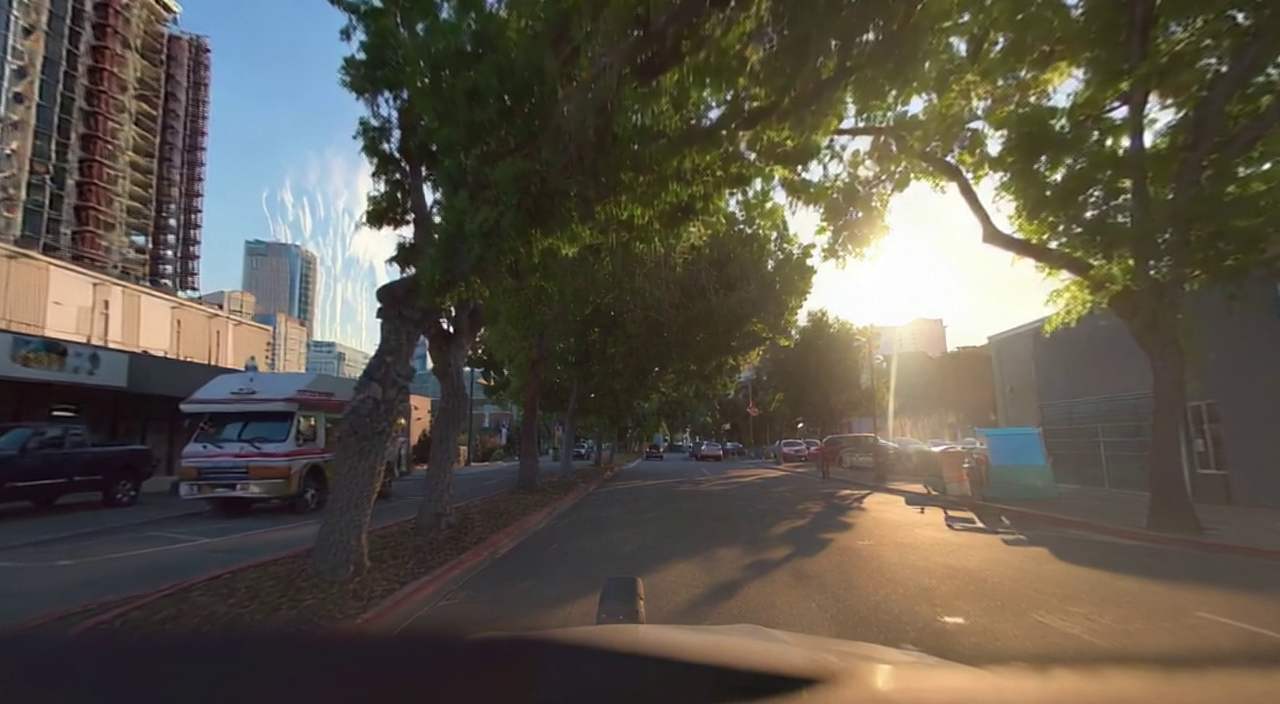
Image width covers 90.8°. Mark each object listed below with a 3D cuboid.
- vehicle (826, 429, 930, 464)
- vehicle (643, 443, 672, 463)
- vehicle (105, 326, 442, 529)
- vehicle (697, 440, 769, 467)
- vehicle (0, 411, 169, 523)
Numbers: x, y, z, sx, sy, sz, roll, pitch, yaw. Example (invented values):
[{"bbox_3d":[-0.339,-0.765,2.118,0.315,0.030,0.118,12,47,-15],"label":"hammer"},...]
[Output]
[{"bbox_3d":[14.737,5.870,39.386,5.540,2.045,2.259,0,-8,0],"label":"vehicle"},{"bbox_3d":[1.313,7.757,48.808,2.046,1.445,4.001,0,-8,0],"label":"vehicle"},{"bbox_3d":[-6.917,1.707,13.627,2.968,3.222,7.036,0,-9,0],"label":"vehicle"},{"bbox_3d":[6.273,6.803,42.557,4.626,1.723,1.939,5,-10,-31],"label":"vehicle"},{"bbox_3d":[-11.006,1.947,10.897,1.944,1.742,4.657,-1,-8,4],"label":"vehicle"}]
